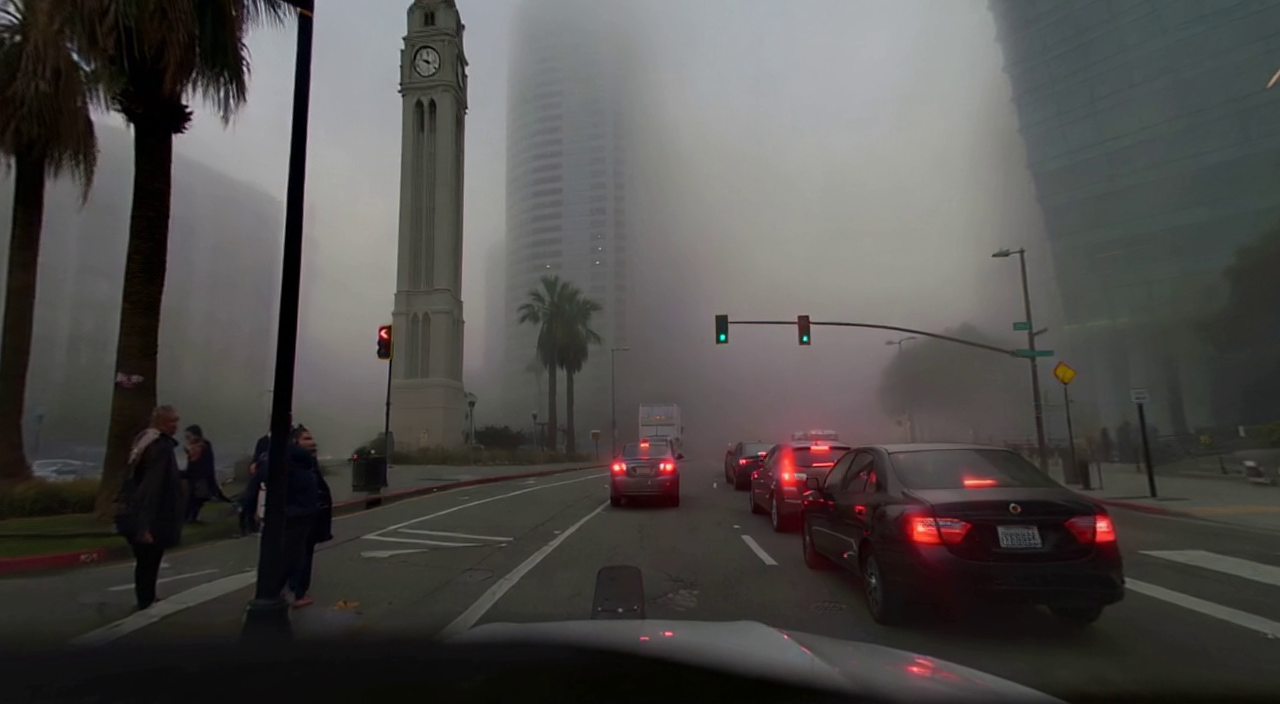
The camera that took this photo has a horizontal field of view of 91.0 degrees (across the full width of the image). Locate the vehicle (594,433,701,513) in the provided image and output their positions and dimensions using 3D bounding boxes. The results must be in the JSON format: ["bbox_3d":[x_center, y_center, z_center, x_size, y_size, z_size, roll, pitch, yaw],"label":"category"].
[{"bbox_3d":[0.179,2.606,13.981,2.048,1.503,3.681,0,-9,1],"label":"vehicle"}]

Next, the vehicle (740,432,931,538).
[{"bbox_3d":[3.103,2.206,11.103,1.913,1.469,4.425,0,-9,0],"label":"vehicle"}]

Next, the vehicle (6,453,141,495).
[{"bbox_3d":[-26.701,5.722,29.943,2.105,1.793,4.812,0,-9,-4],"label":"vehicle"}]

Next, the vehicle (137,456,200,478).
[{"bbox_3d":[-36.702,8.950,49.148,1.700,1.527,4.445,0,-9,-4],"label":"vehicle"}]

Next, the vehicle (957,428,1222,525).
[{"bbox_3d":[8.173,2.281,12.086,1.859,1.508,4.259,0,-9,-1],"label":"vehicle"}]
